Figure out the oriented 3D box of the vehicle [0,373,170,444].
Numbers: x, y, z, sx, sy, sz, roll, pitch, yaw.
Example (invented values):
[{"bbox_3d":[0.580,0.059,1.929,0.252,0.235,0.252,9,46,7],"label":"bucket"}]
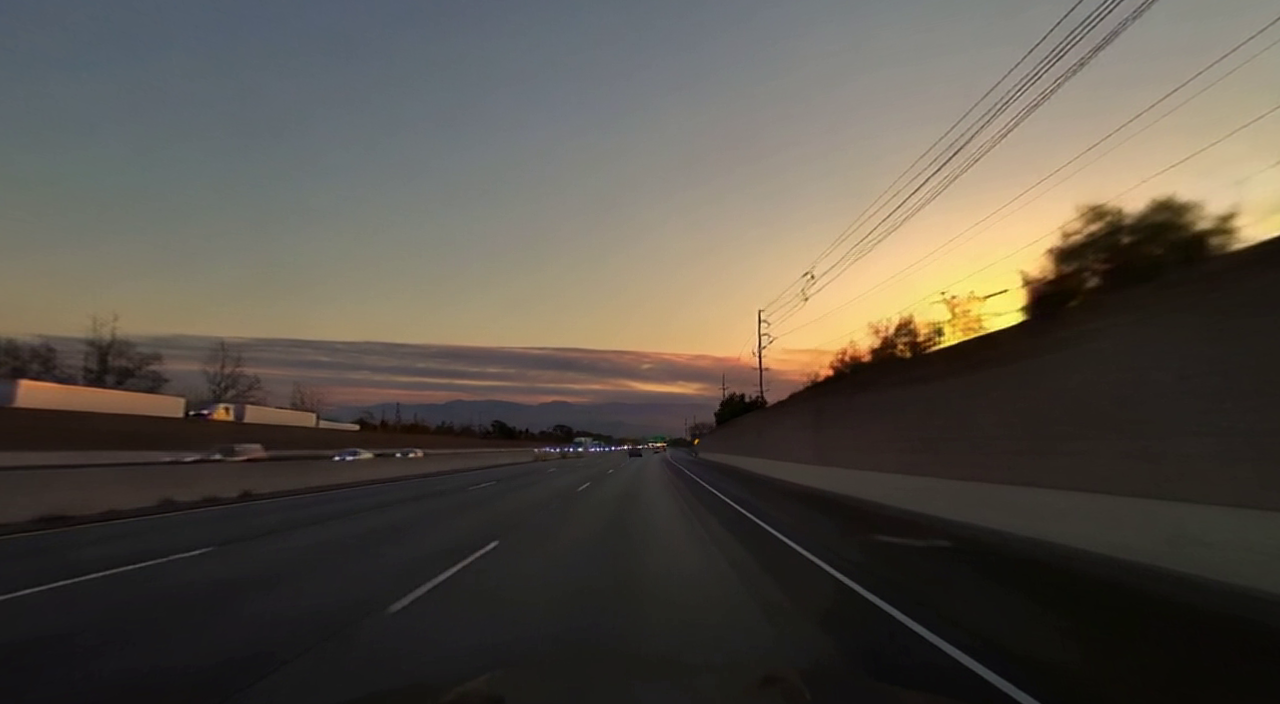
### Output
[{"bbox_3d":[-42.086,4.443,46.079,2.772,3.914,15.512,-4,-10,3],"label":"vehicle"}]
